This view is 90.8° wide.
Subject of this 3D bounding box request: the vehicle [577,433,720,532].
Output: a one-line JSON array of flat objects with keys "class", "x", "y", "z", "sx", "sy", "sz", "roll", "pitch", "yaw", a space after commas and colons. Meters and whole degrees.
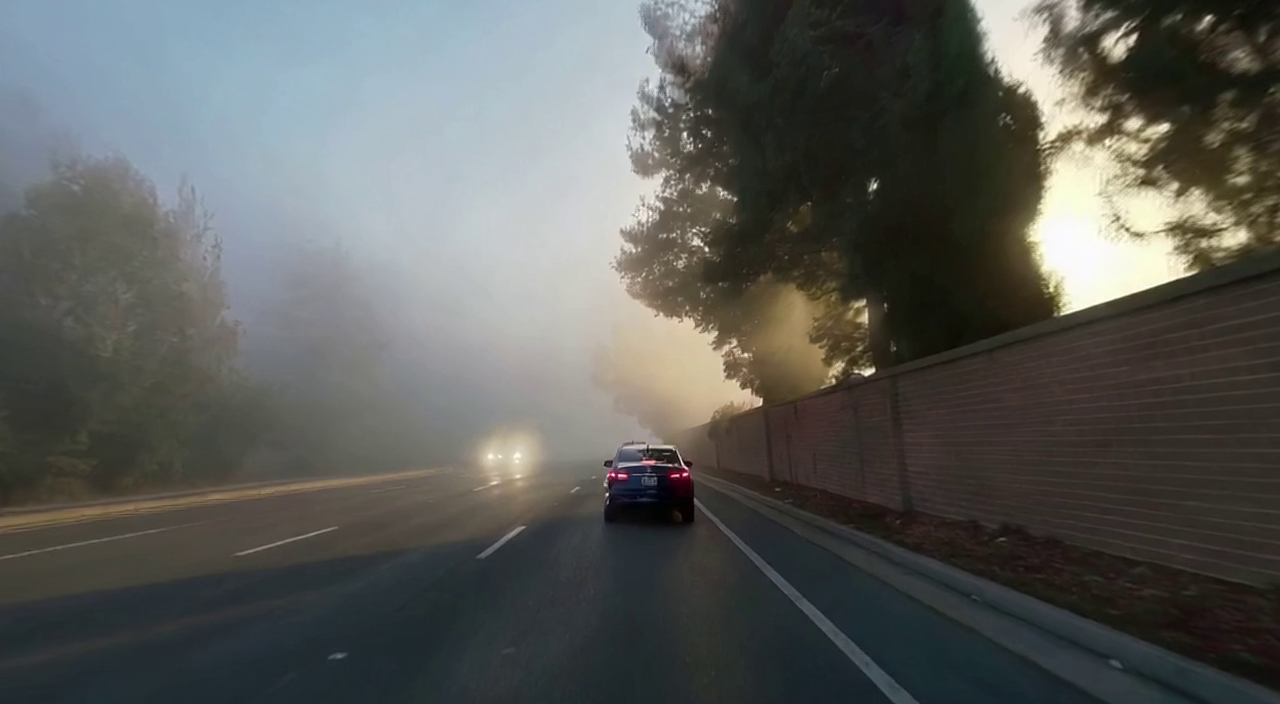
[{"class": "vehicle", "x": 0.121, "y": 2.336, "z": 11.955, "sx": 2.205, "sy": 1.509, "sz": 4.272, "roll": 0, "pitch": -8, "yaw": 0}]
